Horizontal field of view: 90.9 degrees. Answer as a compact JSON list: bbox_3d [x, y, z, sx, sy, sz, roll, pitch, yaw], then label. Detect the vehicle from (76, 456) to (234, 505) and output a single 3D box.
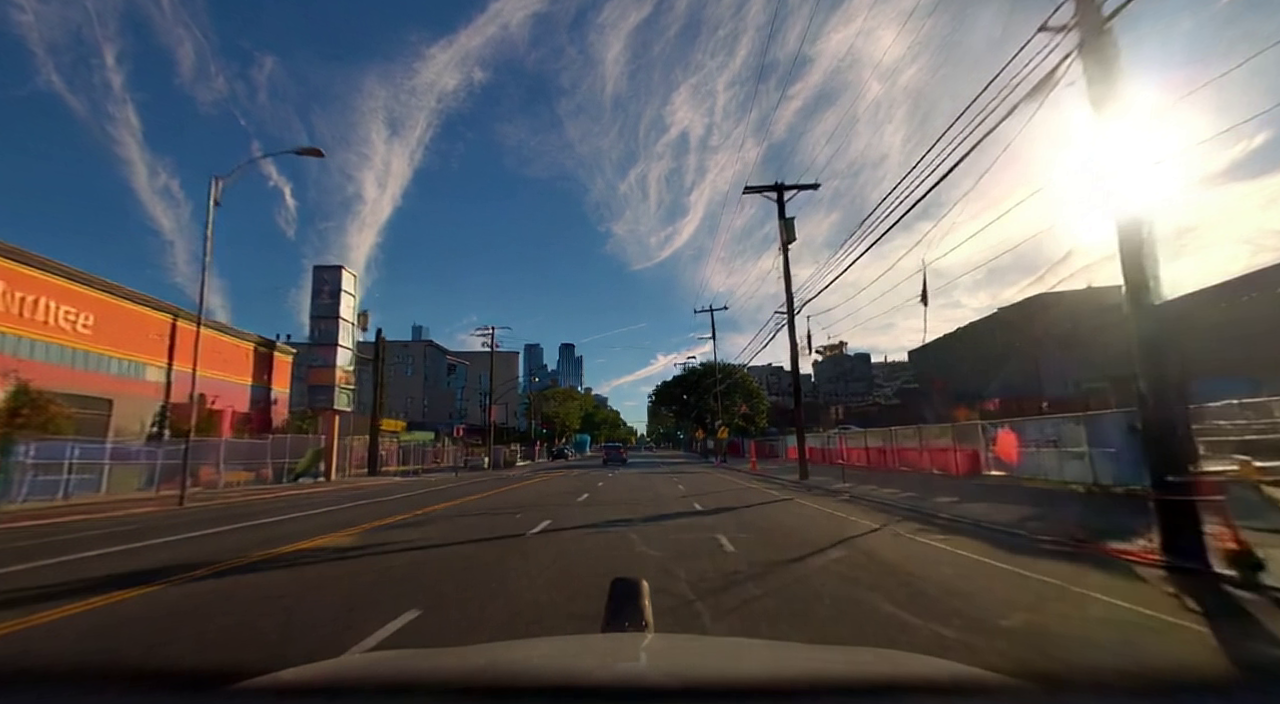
[{"bbox_3d":[-17.253,4.552,22.806,1.995,1.460,4.802,0,-8,-1],"label":"vehicle"}]
